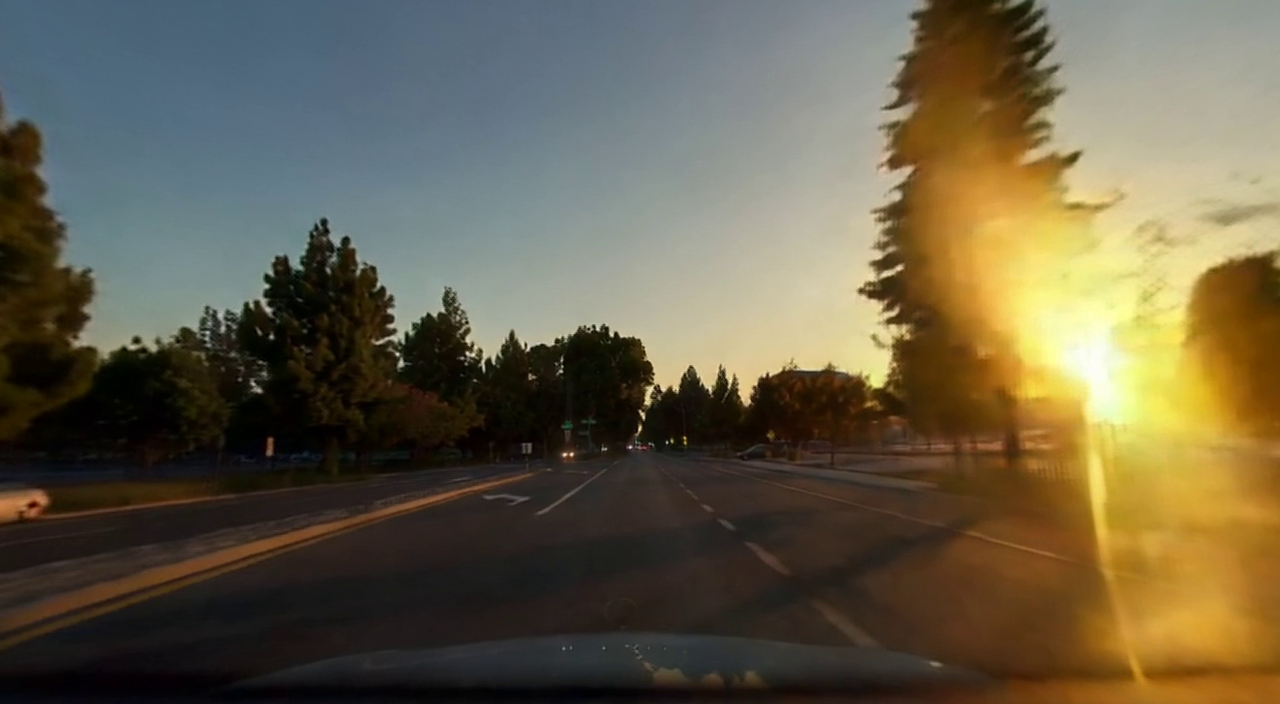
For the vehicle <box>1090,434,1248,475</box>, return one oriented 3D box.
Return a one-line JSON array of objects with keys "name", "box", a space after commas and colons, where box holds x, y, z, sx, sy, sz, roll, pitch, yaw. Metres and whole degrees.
[{"name": "vehicle", "box": [20.392, 3.970, 24.495, 4.402, 1.476, 1.860, 0, -9, -1]}]
